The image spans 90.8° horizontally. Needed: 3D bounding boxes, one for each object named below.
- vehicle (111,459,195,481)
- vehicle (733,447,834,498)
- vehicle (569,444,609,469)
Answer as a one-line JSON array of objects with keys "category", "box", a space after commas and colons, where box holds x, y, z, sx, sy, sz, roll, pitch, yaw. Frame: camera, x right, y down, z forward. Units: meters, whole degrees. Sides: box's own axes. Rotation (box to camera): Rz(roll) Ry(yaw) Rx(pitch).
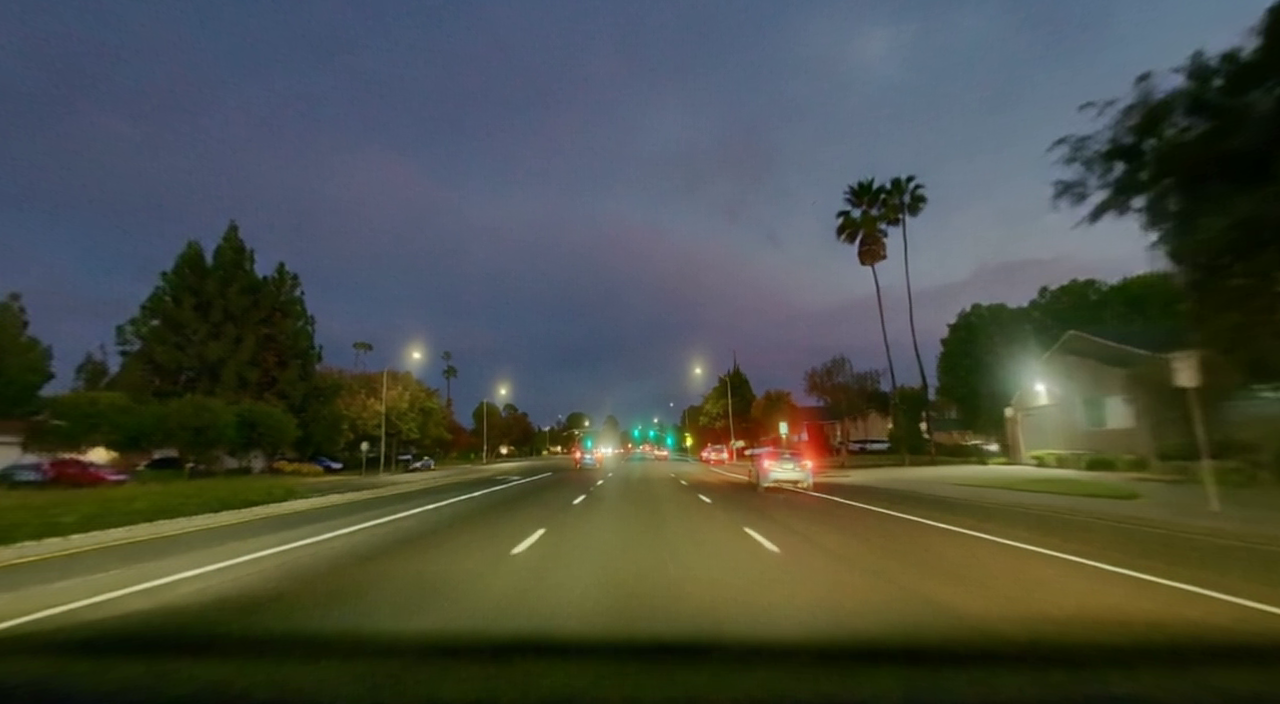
[{"category": "vehicle", "box": [-35.411, 8.606, 46.022, 4.503, 1.515, 1.964, -1, -9, 2]}, {"category": "vehicle", "box": [4.424, 3.777, 20.367, 2.149, 1.421, 4.805, 0, -8, 0]}, {"category": "vehicle", "box": [-3.281, 6.896, 41.809, 2.263, 1.548, 4.555, 0, -8, 0]}]
